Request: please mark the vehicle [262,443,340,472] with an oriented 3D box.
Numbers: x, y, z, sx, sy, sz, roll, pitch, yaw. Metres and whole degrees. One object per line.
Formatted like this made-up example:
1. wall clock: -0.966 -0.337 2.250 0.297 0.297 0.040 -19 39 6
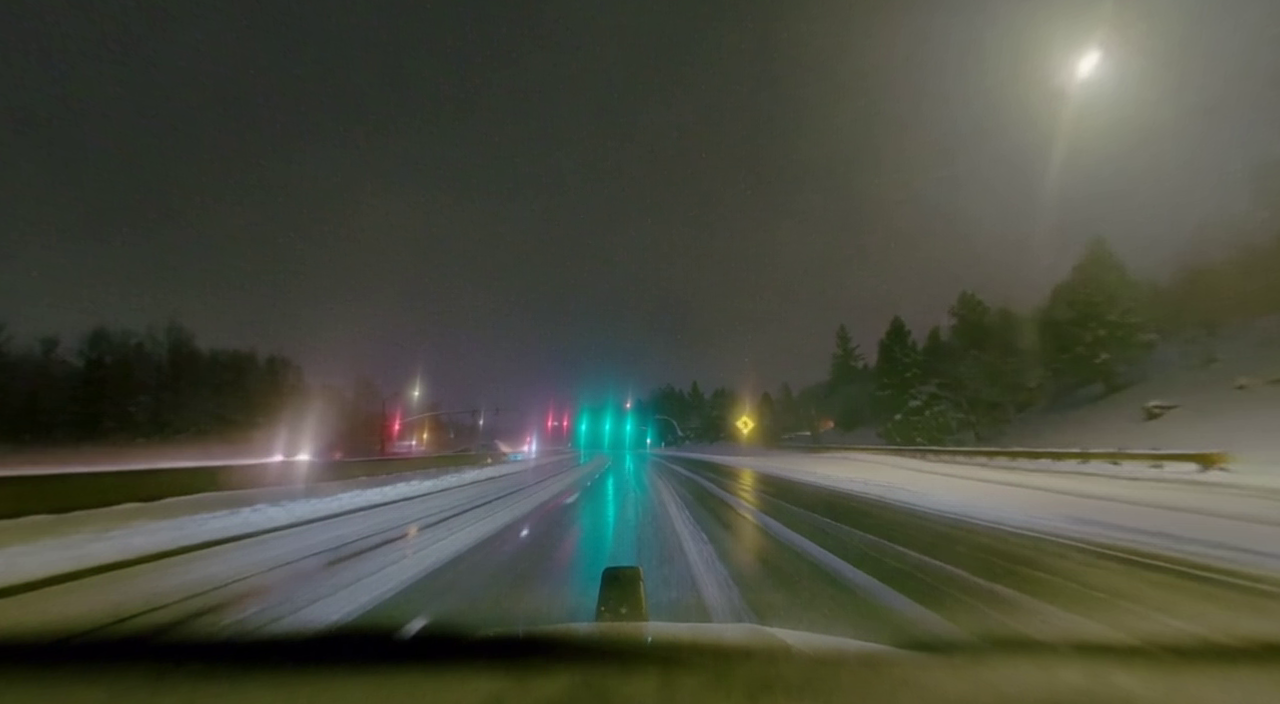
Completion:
1. vehicle: -19.120 5.952 35.836 1.912 1.533 4.713 0 -8 -2
